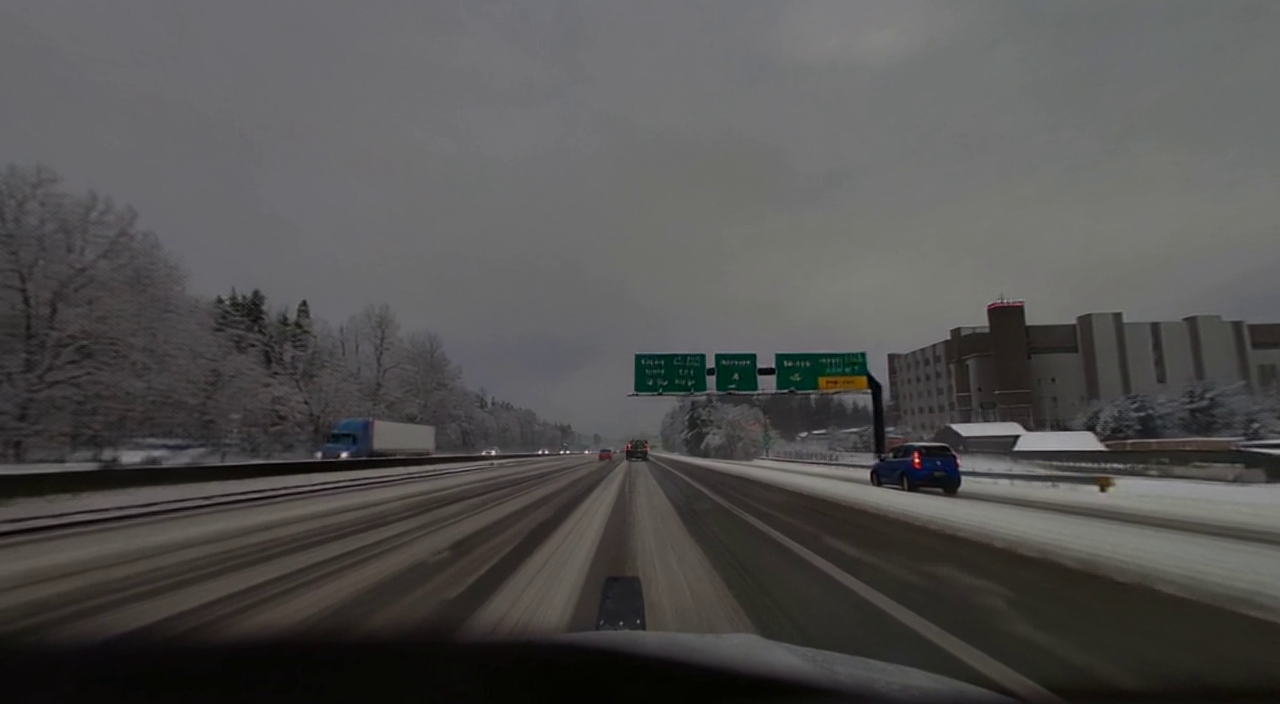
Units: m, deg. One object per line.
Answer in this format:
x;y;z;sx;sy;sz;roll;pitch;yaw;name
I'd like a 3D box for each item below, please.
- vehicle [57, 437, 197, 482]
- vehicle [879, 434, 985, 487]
-19.772;4.168;24.631;1.851;1.570;4.280;0;-9;0;vehicle
14.063;5.277;30.899;2.411;2.326;5.300;0;-9;-3;vehicle
